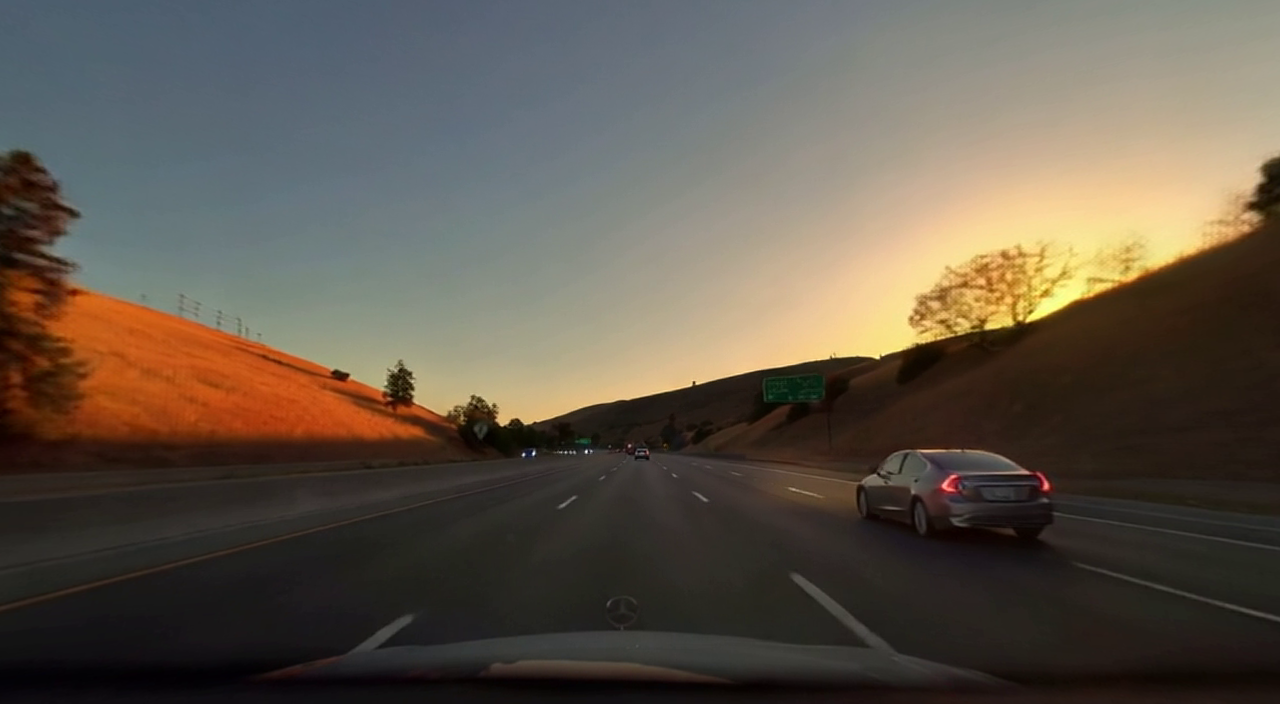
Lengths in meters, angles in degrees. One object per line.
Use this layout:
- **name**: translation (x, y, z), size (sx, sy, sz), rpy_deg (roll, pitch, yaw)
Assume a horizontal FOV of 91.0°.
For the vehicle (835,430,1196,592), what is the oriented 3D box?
- **vehicle**: translation (4.179, 1.824, 8.063), size (1.976, 1.495, 4.217), rpy_deg (0, -9, -1)
